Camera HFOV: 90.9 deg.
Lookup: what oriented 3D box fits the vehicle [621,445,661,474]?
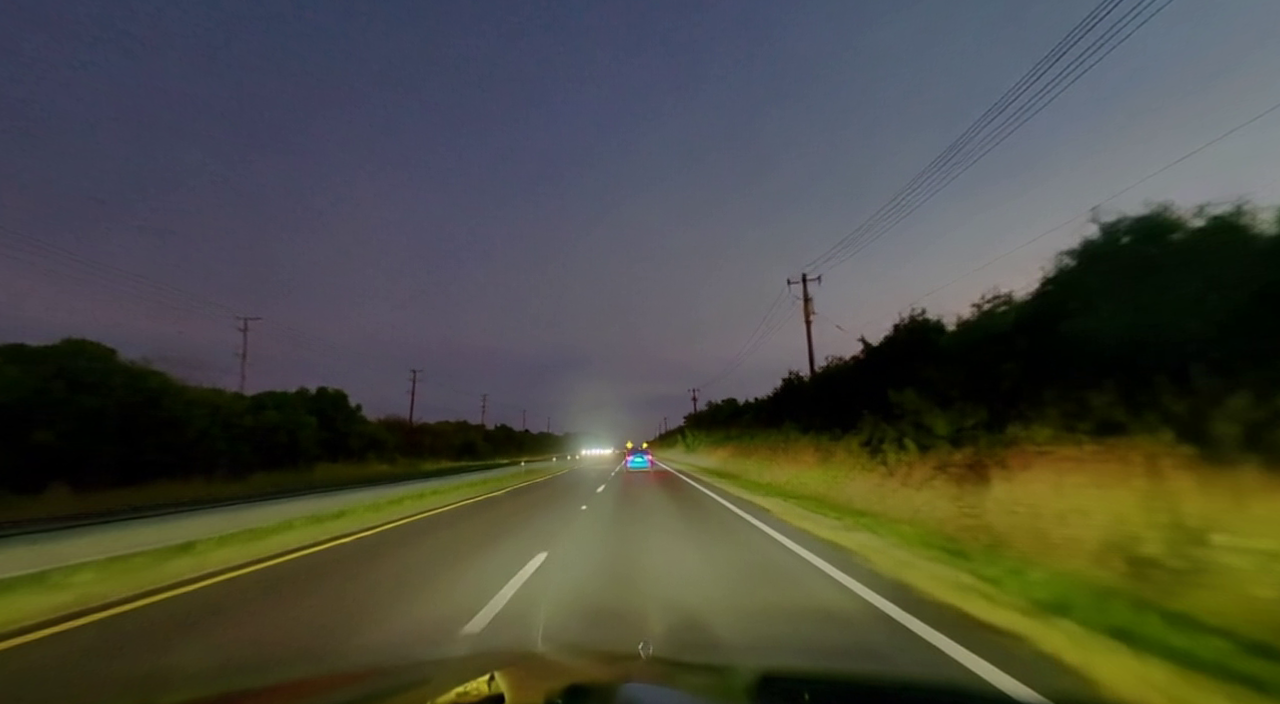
[{"bbox_3d":[0.026,5.893,34.669,2.080,1.486,3.813,0,-9,-1],"label":"vehicle"}]
